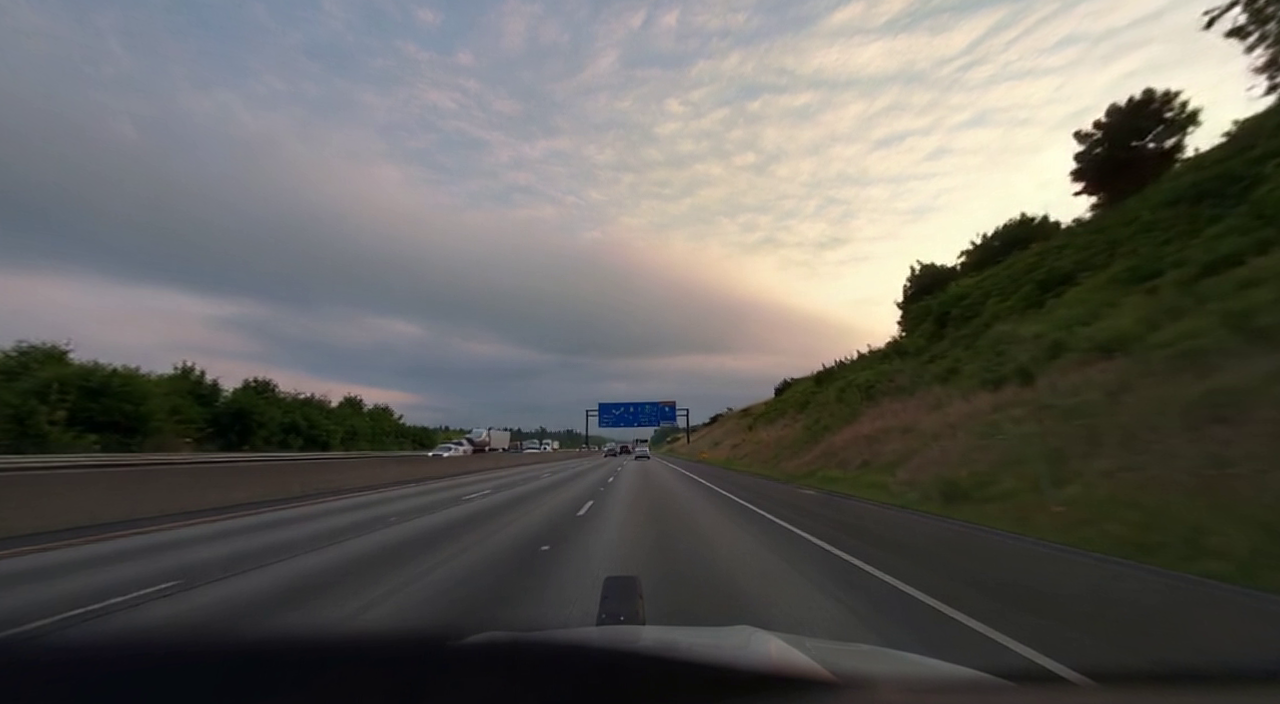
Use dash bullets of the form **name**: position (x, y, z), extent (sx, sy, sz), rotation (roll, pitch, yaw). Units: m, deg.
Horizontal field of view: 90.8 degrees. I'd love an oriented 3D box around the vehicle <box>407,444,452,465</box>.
- **vehicle**: position (-16.039, 7.838, 48.239), extent (1.918, 1.483, 4.211), rotation (0, -9, 1)
